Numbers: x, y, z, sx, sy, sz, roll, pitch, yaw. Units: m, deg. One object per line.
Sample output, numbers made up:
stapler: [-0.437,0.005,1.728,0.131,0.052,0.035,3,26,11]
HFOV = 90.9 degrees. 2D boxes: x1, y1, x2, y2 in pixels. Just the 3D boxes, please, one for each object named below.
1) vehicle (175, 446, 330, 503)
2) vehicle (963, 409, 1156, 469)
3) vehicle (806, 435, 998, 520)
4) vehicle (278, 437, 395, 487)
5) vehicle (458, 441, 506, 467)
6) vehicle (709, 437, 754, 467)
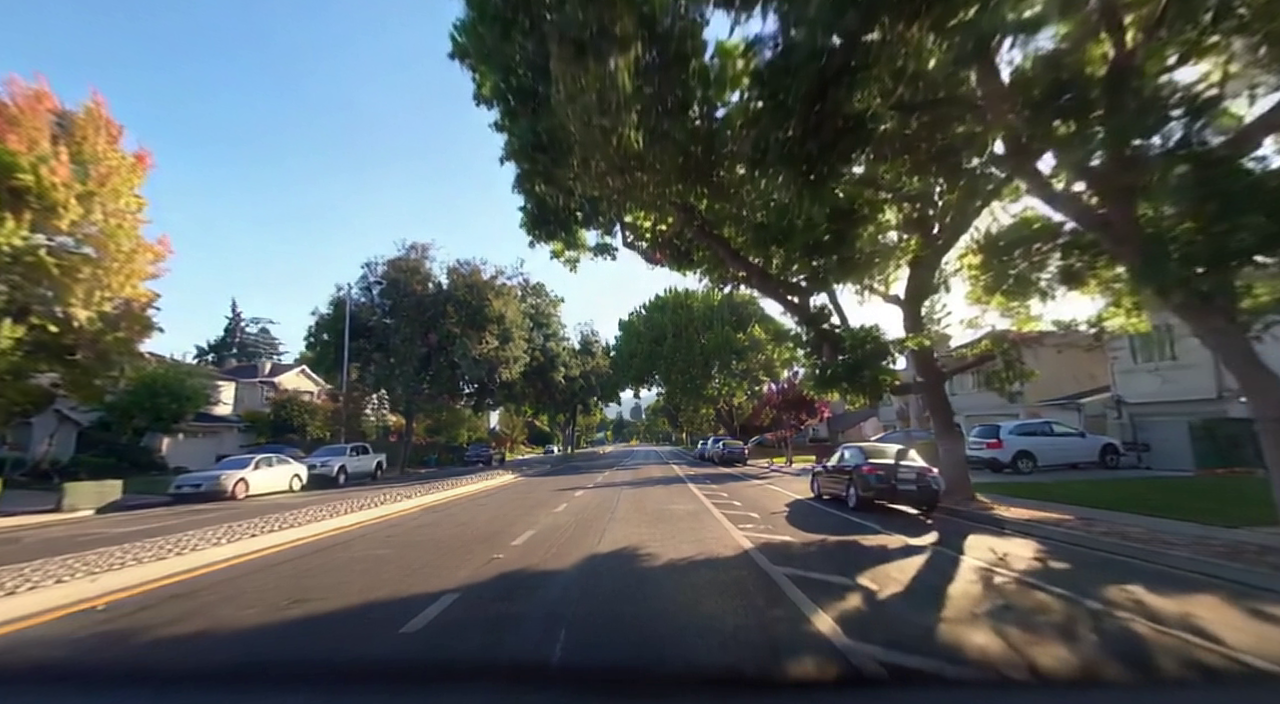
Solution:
vehicle: [-11.960,3.772,19.915,1.940,1.496,4.654,-2,-8,0]
vehicle: [13.828,2.922,21.027,4.940,1.764,1.977,-2,-9,0]
vehicle: [5.128,2.529,13.108,2.059,1.449,4.168,0,-10,-2]
vehicle: [-11.921,4.394,25.236,2.228,1.766,4.770,0,-10,1]
vehicle: [-11.423,7.408,45.868,2.054,1.704,4.710,-3,-9,2]
vehicle: [5.275,5.814,36.974,1.885,1.603,5.235,0,-8,0]
